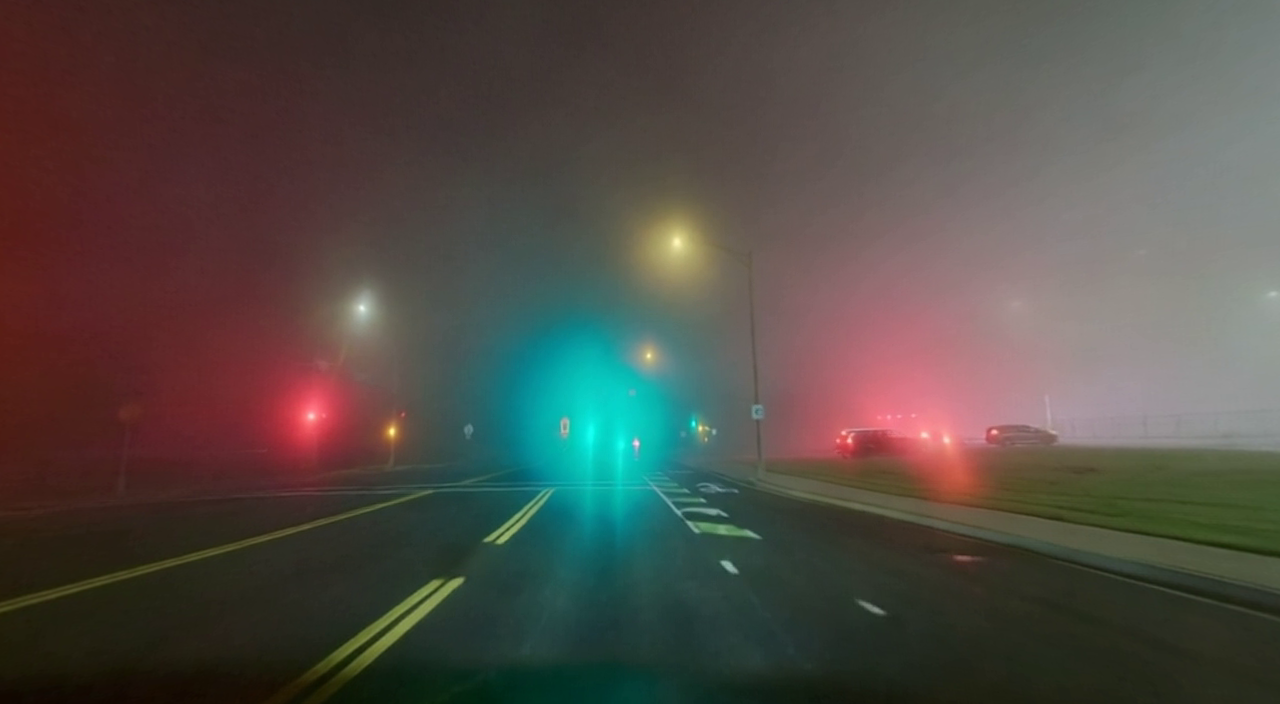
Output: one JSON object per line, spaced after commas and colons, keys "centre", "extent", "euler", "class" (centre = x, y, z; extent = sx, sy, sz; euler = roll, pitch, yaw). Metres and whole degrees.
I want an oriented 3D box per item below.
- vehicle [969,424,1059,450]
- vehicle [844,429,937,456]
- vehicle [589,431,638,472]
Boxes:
{"centre": [28.815, 6.587, 48.845], "extent": [5.442, 1.924, 2.330], "euler": [1, -8, 0], "class": "vehicle"}
{"centre": [14.093, 5.116, 35.685], "extent": [4.486, 1.494, 1.802], "euler": [-1, -8, 4], "class": "vehicle"}
{"centre": [-1.225, 4.870, 31.074], "extent": [2.230, 1.827, 4.298], "euler": [0, -8, 0], "class": "vehicle"}
